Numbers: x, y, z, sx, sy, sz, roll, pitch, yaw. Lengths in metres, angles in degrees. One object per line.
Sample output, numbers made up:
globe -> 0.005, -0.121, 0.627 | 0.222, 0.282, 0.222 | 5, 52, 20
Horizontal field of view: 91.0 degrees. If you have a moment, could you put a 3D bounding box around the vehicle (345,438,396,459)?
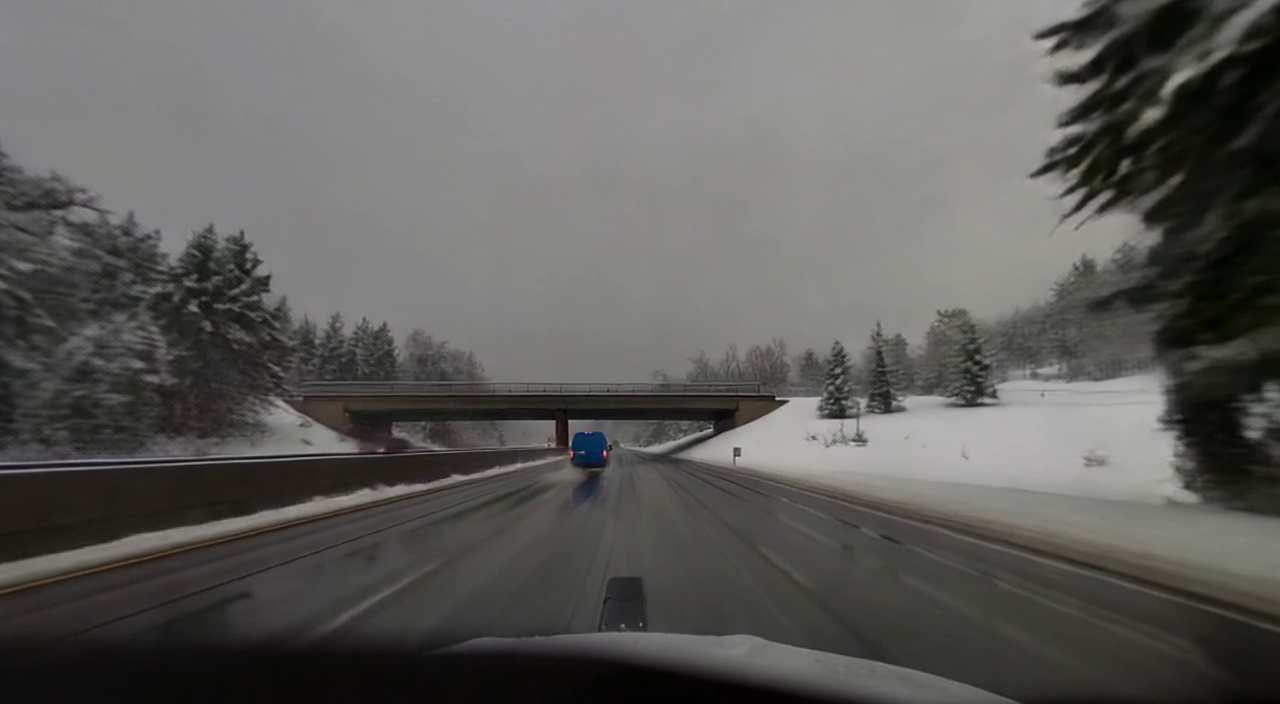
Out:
vehicle -> -18.180, 6.527, 42.611 | 1.768, 1.378, 3.954 | 0, -8, -1

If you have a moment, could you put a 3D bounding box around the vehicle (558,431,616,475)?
vehicle -> -2.392, 4.764, 30.022 | 2.372, 1.891, 5.061 | 0, -8, 0
